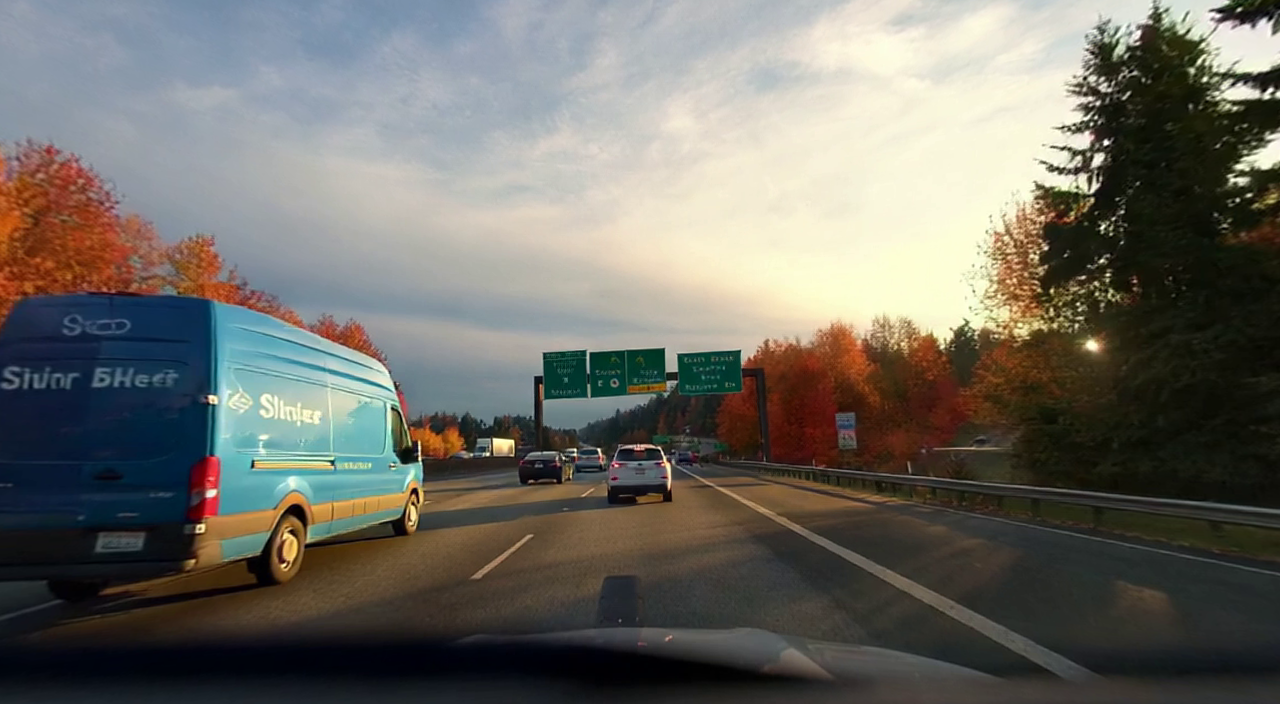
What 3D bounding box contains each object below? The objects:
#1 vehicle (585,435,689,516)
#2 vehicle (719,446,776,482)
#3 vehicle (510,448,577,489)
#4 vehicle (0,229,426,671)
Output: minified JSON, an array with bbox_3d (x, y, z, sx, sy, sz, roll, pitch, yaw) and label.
[{"bbox_3d":[-0.056,2.936,15.384,2.195,1.679,4.070,0,-9,0],"label":"vehicle"},{"bbox_3d":[4.936,5.209,29.436,1.962,1.503,4.432,0,-9,1],"label":"vehicle"},{"bbox_3d":[-3.805,4.654,25.433,2.015,1.496,4.312,0,-9,0],"label":"vehicle"},{"bbox_3d":[-4.477,0.981,6.731,2.275,2.692,5.810,0,-9,0],"label":"vehicle"}]
